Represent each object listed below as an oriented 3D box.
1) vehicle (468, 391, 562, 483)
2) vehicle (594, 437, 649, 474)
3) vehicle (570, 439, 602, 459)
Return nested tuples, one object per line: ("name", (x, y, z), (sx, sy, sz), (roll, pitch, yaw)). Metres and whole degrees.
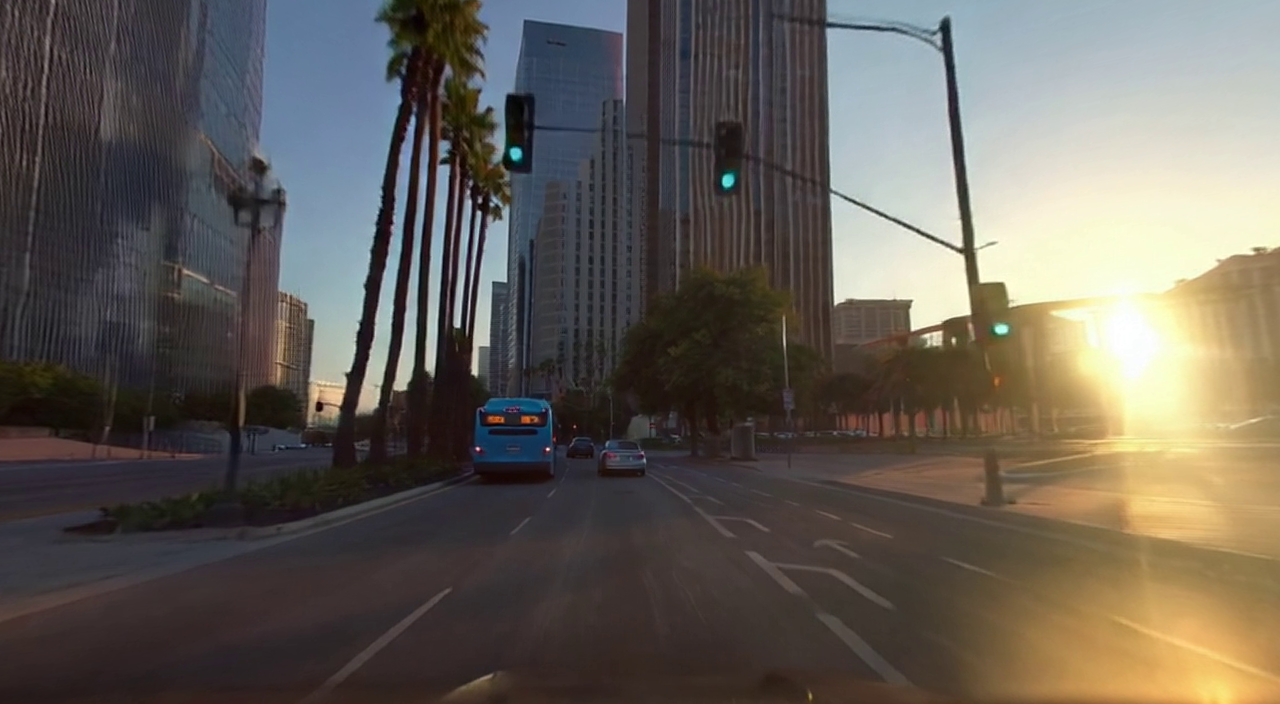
("vehicle", (-4.677, 3.434, 25.249), (2.678, 3.042, 8.474), (1, -8, -5))
("vehicle", (-0.887, 4.561, 27.911), (2.107, 1.481, 4.097), (1, -9, -6))
("vehicle", (-4.090, 7.208, 46.888), (1.993, 1.452, 3.873), (2, -9, -10))
